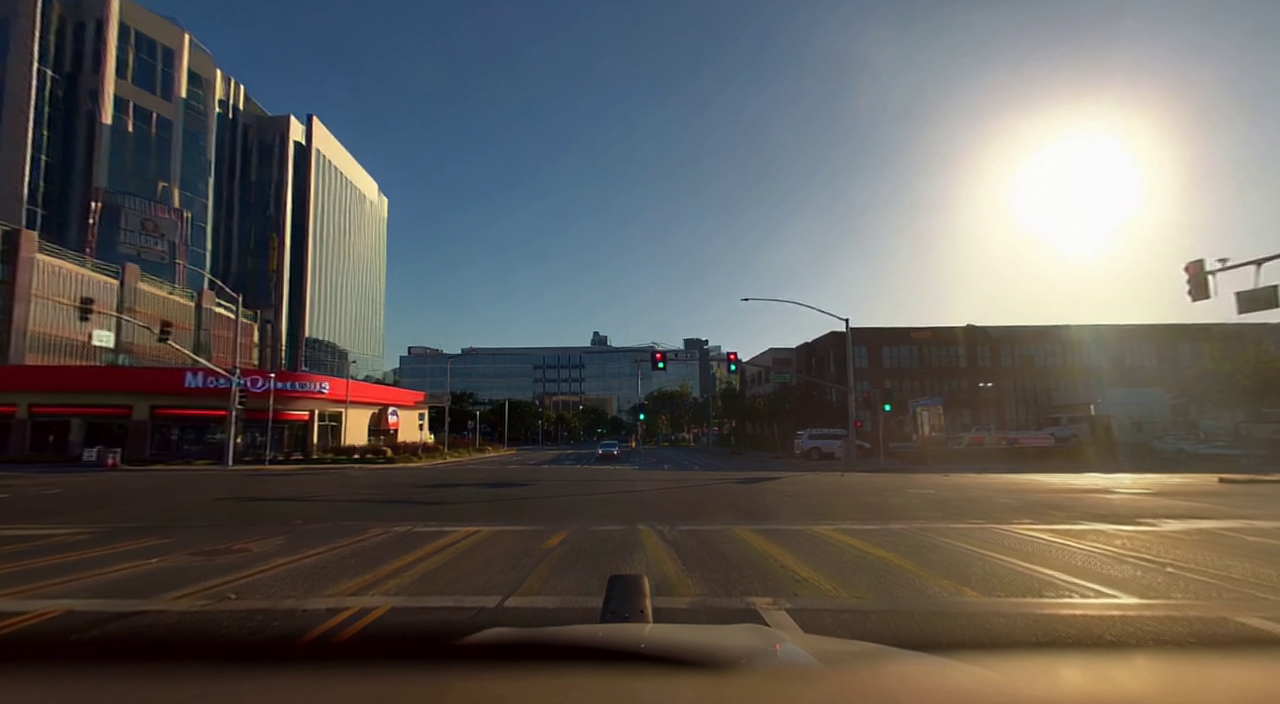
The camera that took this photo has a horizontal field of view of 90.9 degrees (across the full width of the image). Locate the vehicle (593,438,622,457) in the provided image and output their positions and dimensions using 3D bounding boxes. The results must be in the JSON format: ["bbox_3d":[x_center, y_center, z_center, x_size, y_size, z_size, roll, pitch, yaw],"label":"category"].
[{"bbox_3d":[-2.515,7.561,49.961,2.104,1.468,4.195,0,-8,0],"label":"vehicle"}]
